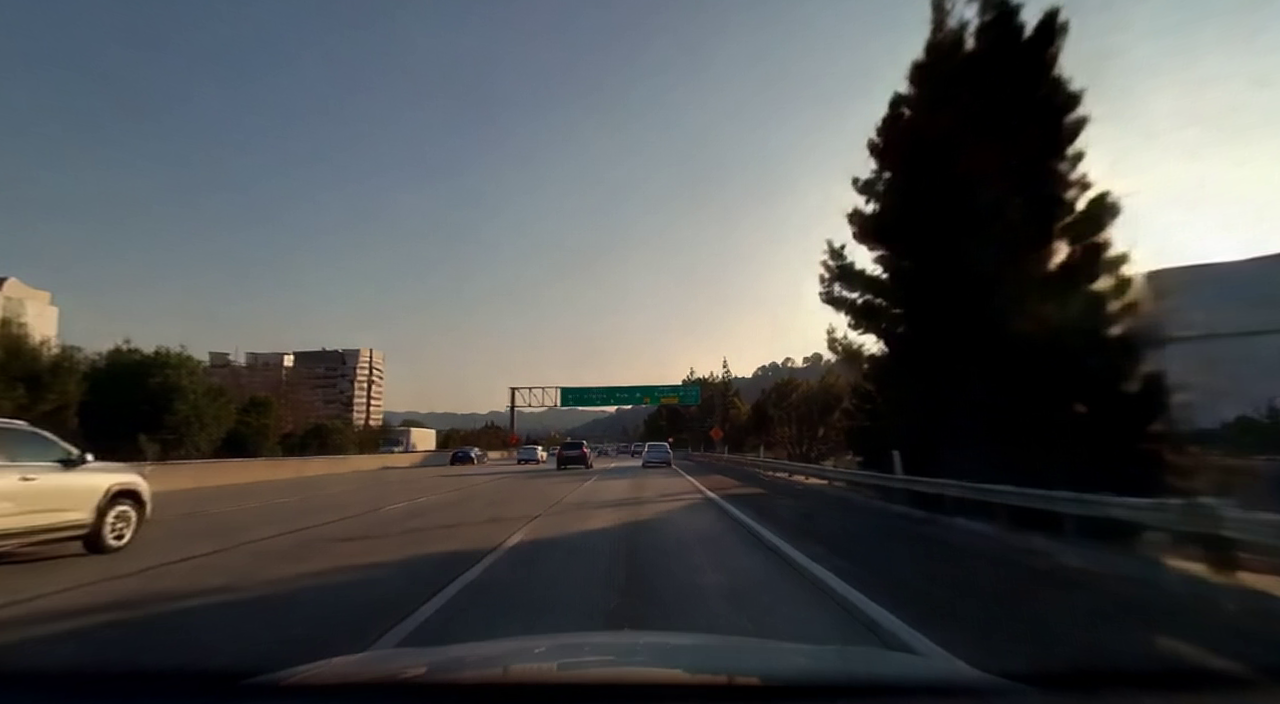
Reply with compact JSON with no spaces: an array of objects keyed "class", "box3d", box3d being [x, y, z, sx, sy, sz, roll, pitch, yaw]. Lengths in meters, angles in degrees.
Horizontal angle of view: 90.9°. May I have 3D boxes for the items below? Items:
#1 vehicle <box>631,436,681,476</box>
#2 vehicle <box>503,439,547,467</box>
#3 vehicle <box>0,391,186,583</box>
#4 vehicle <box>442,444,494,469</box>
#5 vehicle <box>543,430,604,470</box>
[{"class":"vehicle","box3d":[0.697,4.779,29.278,2.135,1.697,4.757,0,-8,0]},{"class":"vehicle","box3d":[-7.794,6.864,43.195,2.078,1.779,4.610,0,-8,1]},{"class":"vehicle","box3d":[-7.699,1.272,5.756,2.521,1.901,5.988,0,-8,2]},{"class":"vehicle","box3d":[-11.090,6.755,41.006,1.951,1.491,4.697,0,-8,1]},{"class":"vehicle","box3d":[-3.652,5.570,36.099,2.751,2.050,5.761,0,-8,1]}]
